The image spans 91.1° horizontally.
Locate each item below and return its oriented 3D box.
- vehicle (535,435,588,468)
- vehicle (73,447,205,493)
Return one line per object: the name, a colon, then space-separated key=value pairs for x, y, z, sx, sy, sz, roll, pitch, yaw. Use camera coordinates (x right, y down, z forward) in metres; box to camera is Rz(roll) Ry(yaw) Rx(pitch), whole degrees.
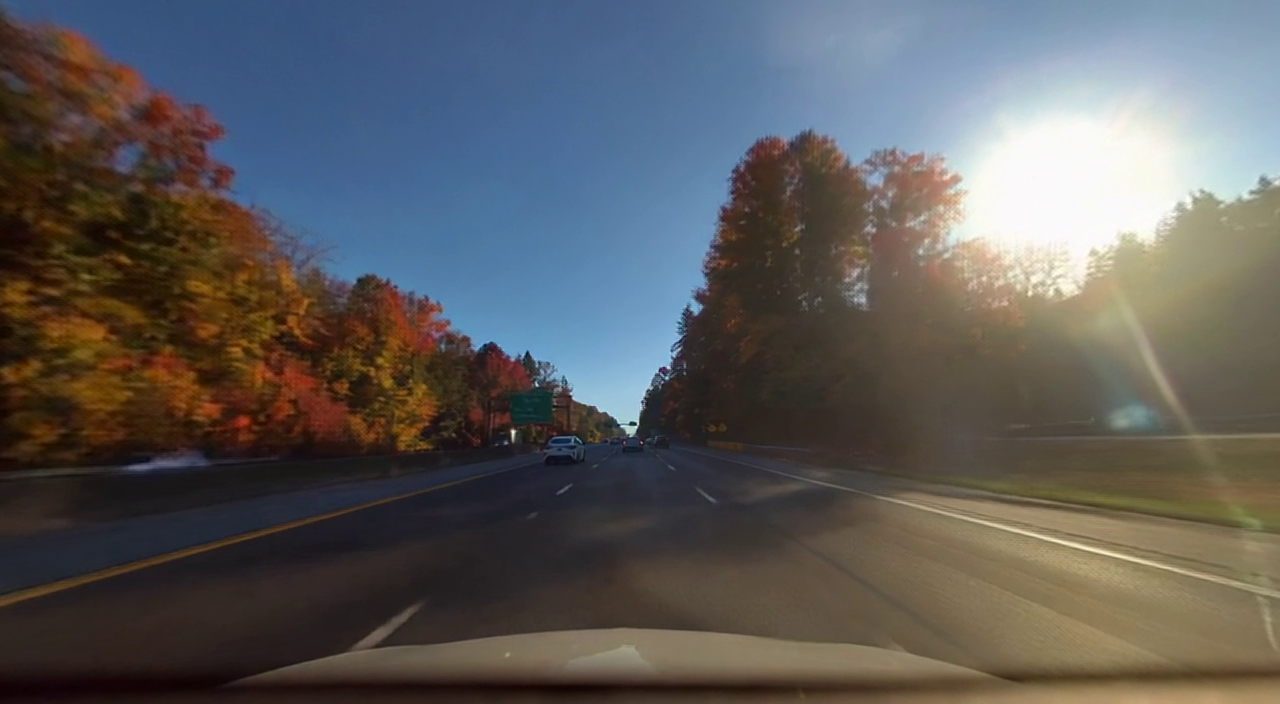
vehicle: x=-3.866 y=4.952 z=31.604 sx=2.103 sy=1.507 sz=4.367 roll=0 pitch=-8 yaw=0
vehicle: x=-20.150 y=4.711 z=25.560 sx=1.903 sy=1.620 sz=4.186 roll=0 pitch=-8 yaw=-1
